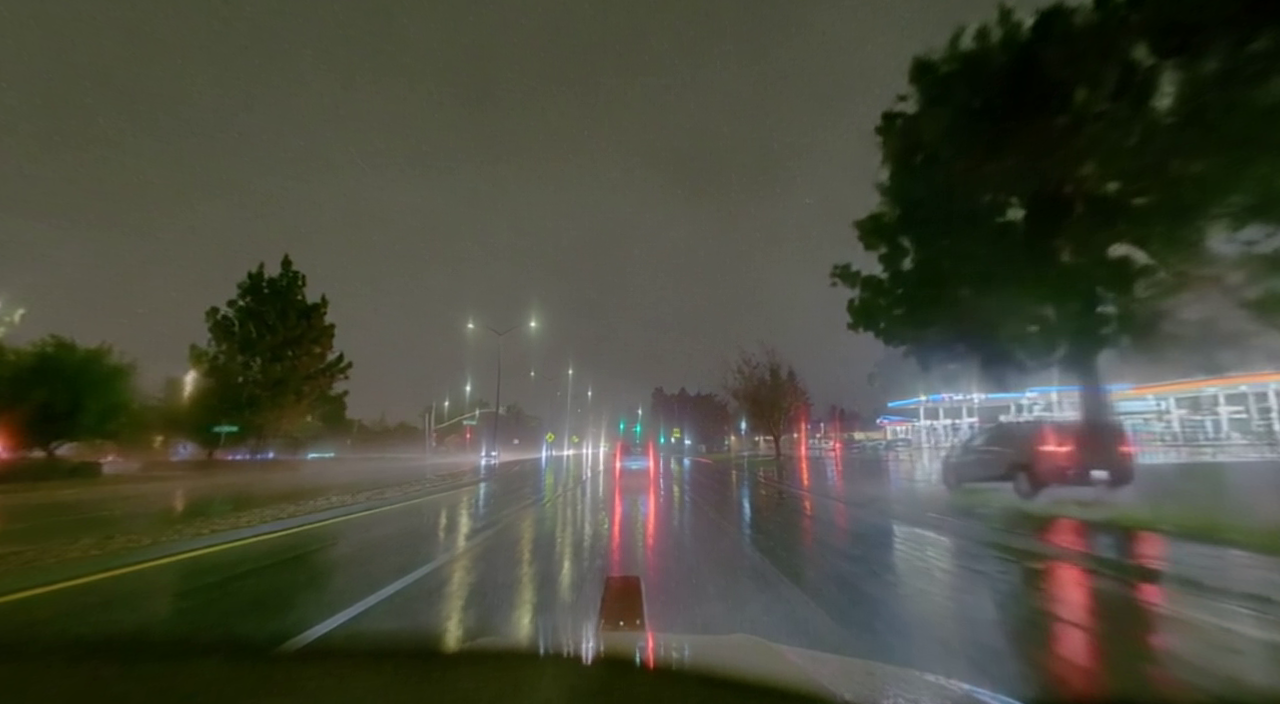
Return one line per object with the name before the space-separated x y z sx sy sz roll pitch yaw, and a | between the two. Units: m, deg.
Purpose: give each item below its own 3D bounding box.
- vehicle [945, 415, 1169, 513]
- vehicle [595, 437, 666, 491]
vehicle | 9.271 2.529 14.662 2.083 1.882 4.674 0 -9 2
vehicle | -0.266 3.579 20.448 2.062 1.519 4.214 0 -9 0
